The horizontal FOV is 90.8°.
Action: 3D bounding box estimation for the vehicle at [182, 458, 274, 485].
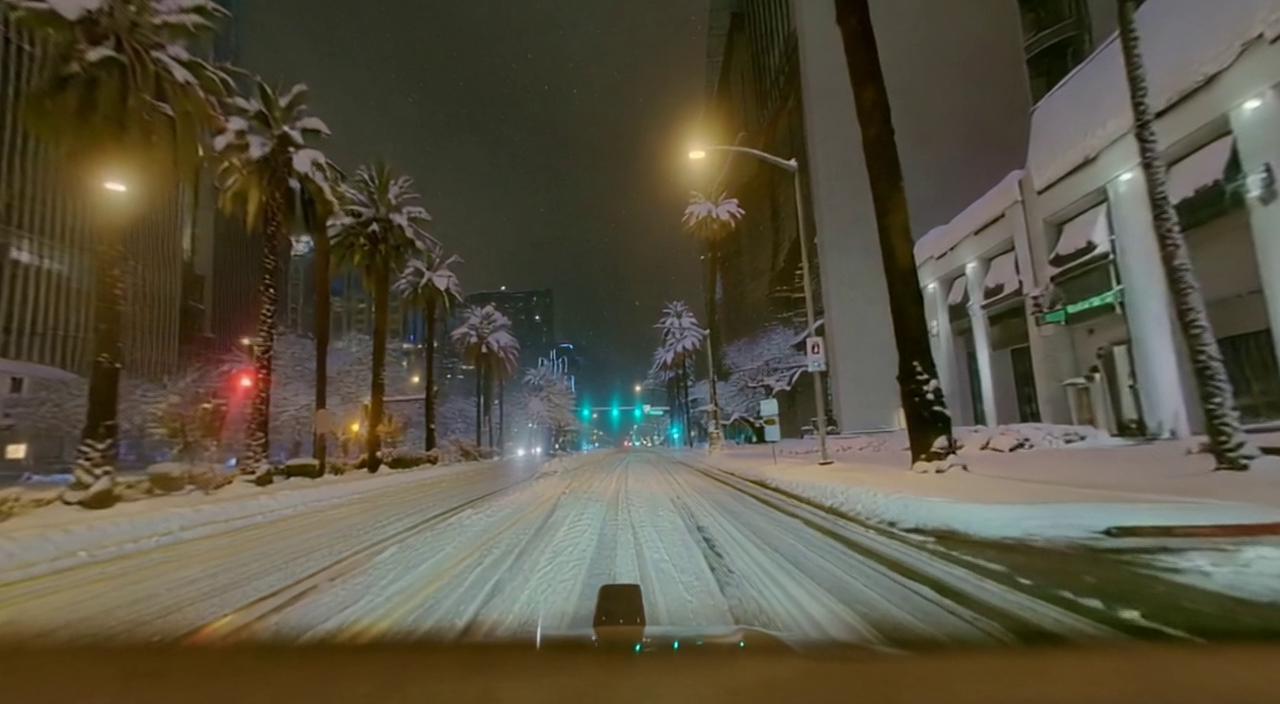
[{"bbox_3d":[-28.624,8.310,44.072,1.979,1.644,4.875,-5,-10,30],"label":"vehicle"}]
